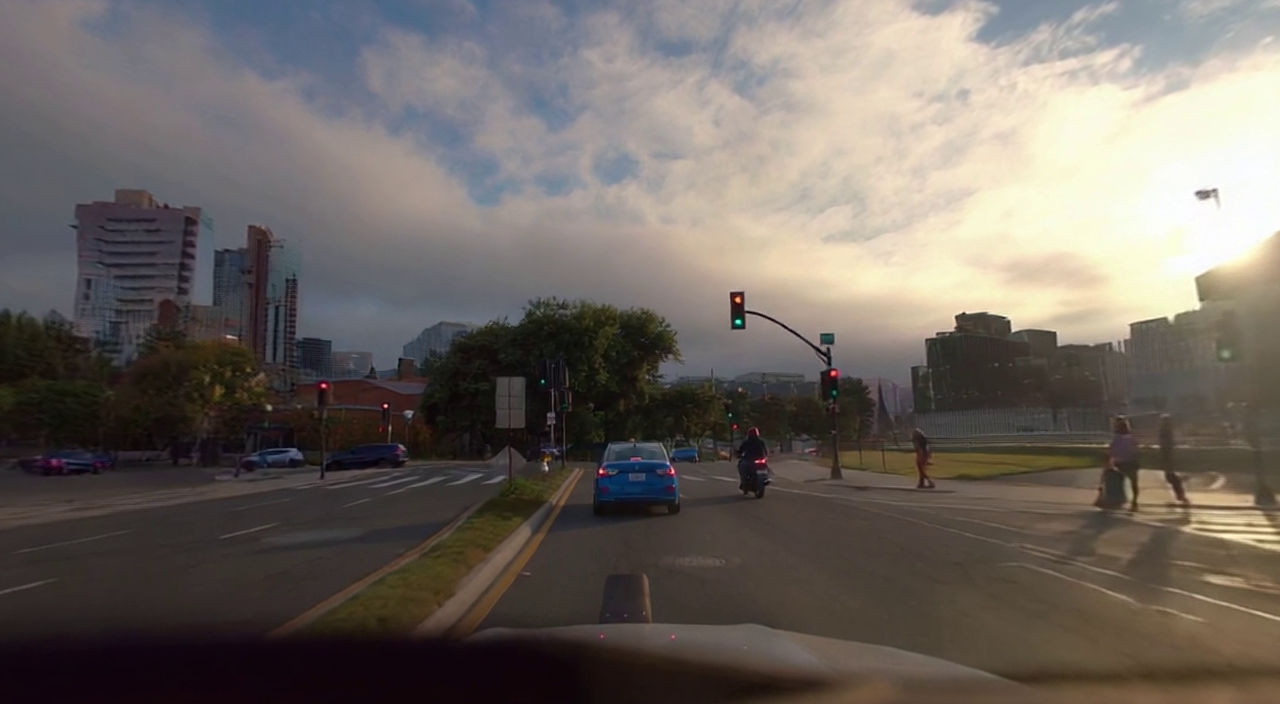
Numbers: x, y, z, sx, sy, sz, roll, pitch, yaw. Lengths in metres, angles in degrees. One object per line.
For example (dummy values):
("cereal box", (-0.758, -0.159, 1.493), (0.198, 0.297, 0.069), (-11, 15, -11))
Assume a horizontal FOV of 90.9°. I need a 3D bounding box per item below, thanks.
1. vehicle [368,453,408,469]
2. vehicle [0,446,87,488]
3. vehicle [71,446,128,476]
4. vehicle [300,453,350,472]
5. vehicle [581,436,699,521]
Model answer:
("vehicle", (-19.903, 8.576, 49.811), (1.259, 1.181, 2.744), (-4, -9, 24))
("vehicle", (-28.439, 5.319, 29.432), (4.653, 1.795, 2.163), (-5, -9, 26))
("vehicle", (-41.681, 8.360, 48.574), (4.948, 2.124, 2.261), (-7, -11, 39))
("vehicle", (-22.456, 7.867, 44.993), (1.433, 1.269, 2.779), (-5, -10, 29))
("vehicle", (-0.069, 2.574, 13.362), (2.118, 1.480, 3.949), (0, -8, -2))
